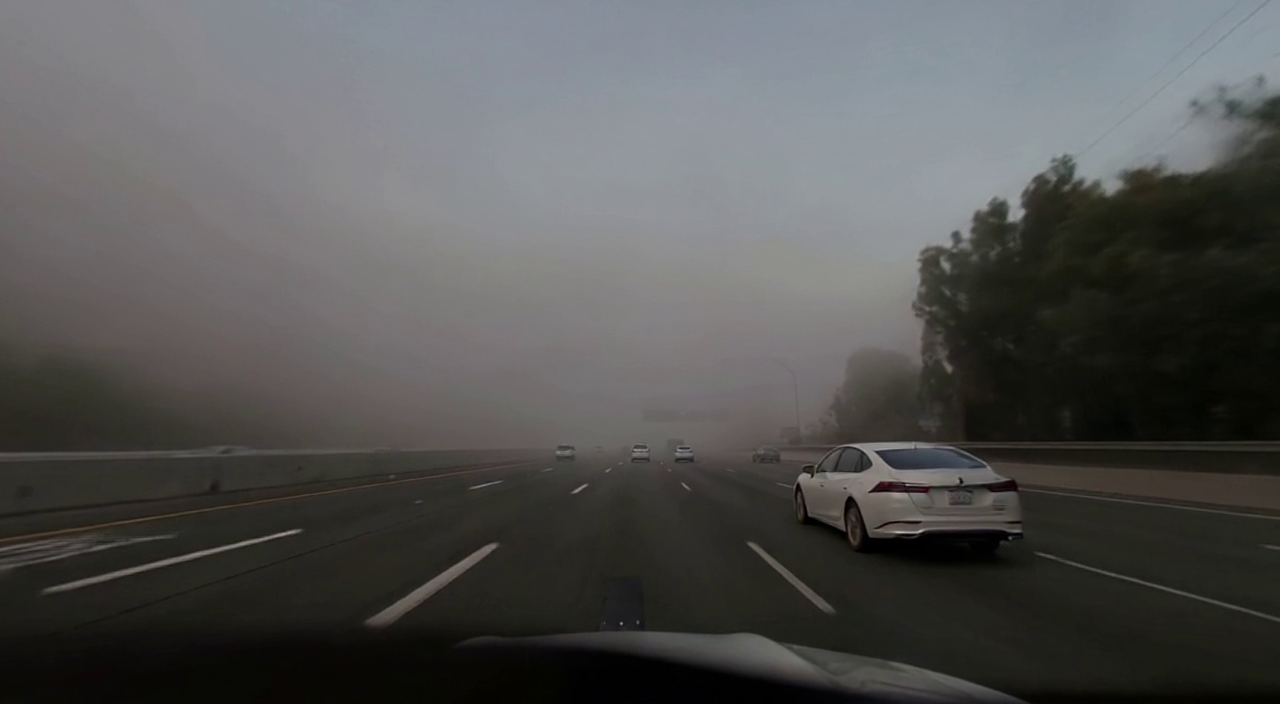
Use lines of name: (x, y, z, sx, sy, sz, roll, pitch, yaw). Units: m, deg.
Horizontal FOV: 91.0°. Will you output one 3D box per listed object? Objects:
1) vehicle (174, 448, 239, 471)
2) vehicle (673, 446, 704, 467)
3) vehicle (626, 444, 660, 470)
vehicle: (-28.994, 7.204, 42.254, 1.612, 1.440, 3.712, 0, -9, 2)
vehicle: (3.707, 8.007, 48.507, 2.076, 1.506, 4.050, 0, -9, 0)
vehicle: (0.191, 6.753, 40.664, 2.066, 1.562, 4.198, 0, -9, 0)
